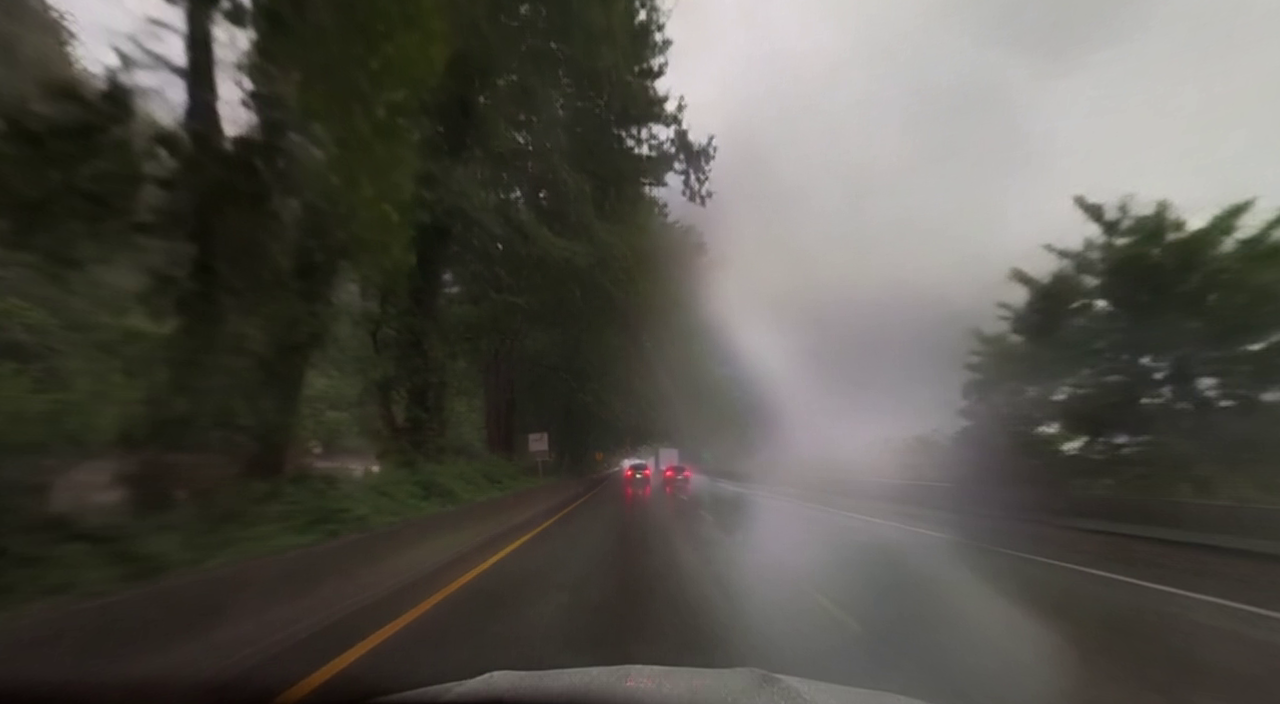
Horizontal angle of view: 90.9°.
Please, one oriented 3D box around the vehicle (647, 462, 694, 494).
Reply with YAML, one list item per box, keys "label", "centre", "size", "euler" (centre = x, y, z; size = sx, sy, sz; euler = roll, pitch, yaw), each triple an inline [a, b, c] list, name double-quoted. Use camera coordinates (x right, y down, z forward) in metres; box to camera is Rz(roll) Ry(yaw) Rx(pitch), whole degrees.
- label: "vehicle"
  centre: [1.479, 6.332, 31.880]
  size: [1.976, 1.467, 3.783]
  euler: [1, -10, -3]
